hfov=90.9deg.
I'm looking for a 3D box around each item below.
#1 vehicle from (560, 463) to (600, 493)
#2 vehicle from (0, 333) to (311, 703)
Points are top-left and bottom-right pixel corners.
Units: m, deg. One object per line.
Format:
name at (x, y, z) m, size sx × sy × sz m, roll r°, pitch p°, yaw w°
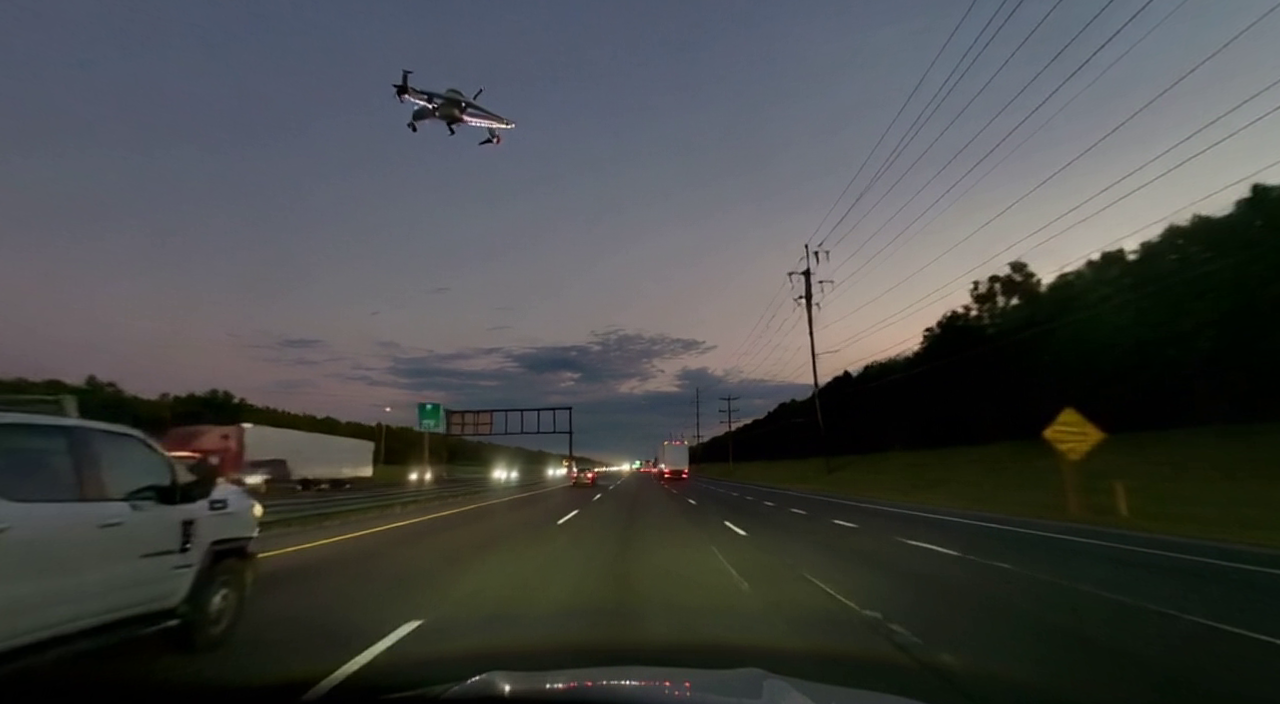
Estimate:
vehicle at (-3.478, 7.434, 37.354) m, size 1.942 × 1.597 × 3.943 m, roll 1°, pitch -11°, yaw 0°
vehicle at (-3.314, 0.764, 2.060) m, size 2.065 × 1.722 × 4.441 m, roll 1°, pitch -11°, yaw -1°
